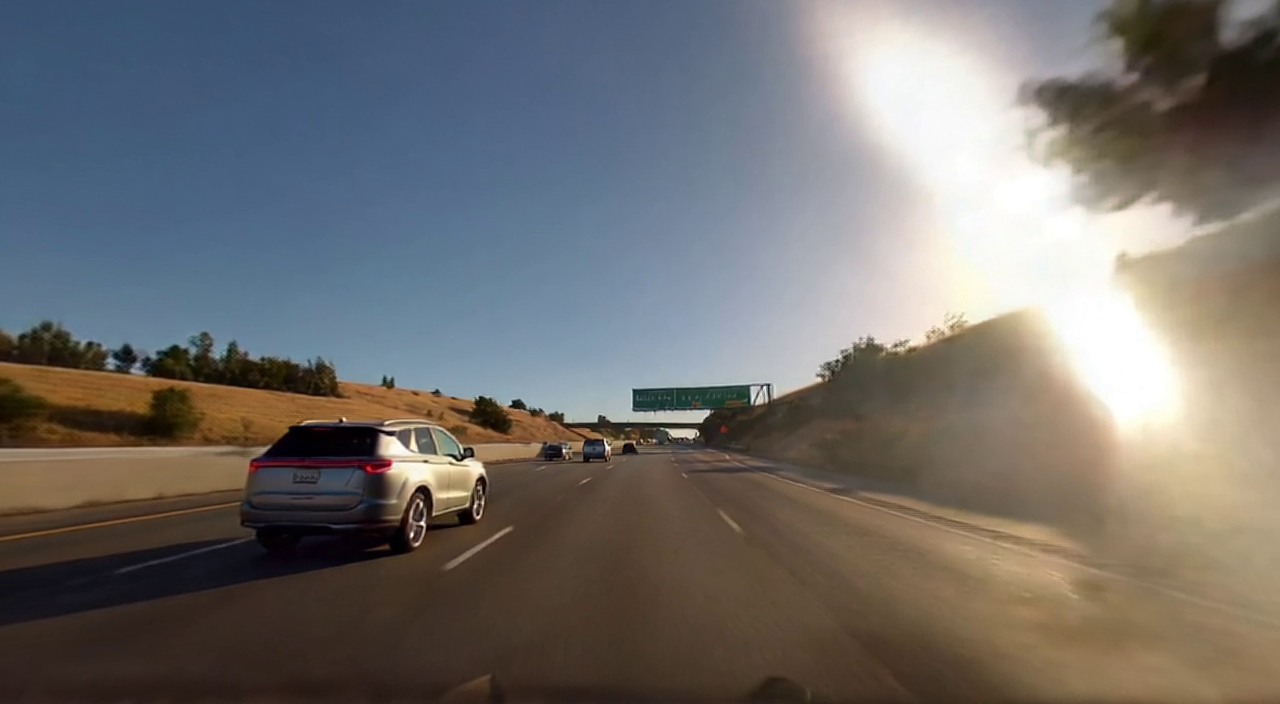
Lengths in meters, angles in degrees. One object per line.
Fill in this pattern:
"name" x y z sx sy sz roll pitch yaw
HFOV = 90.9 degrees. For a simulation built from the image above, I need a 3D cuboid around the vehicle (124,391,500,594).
"vehicle" -3.564 1.649 8.271 2.218 1.848 4.789 0 -9 2
